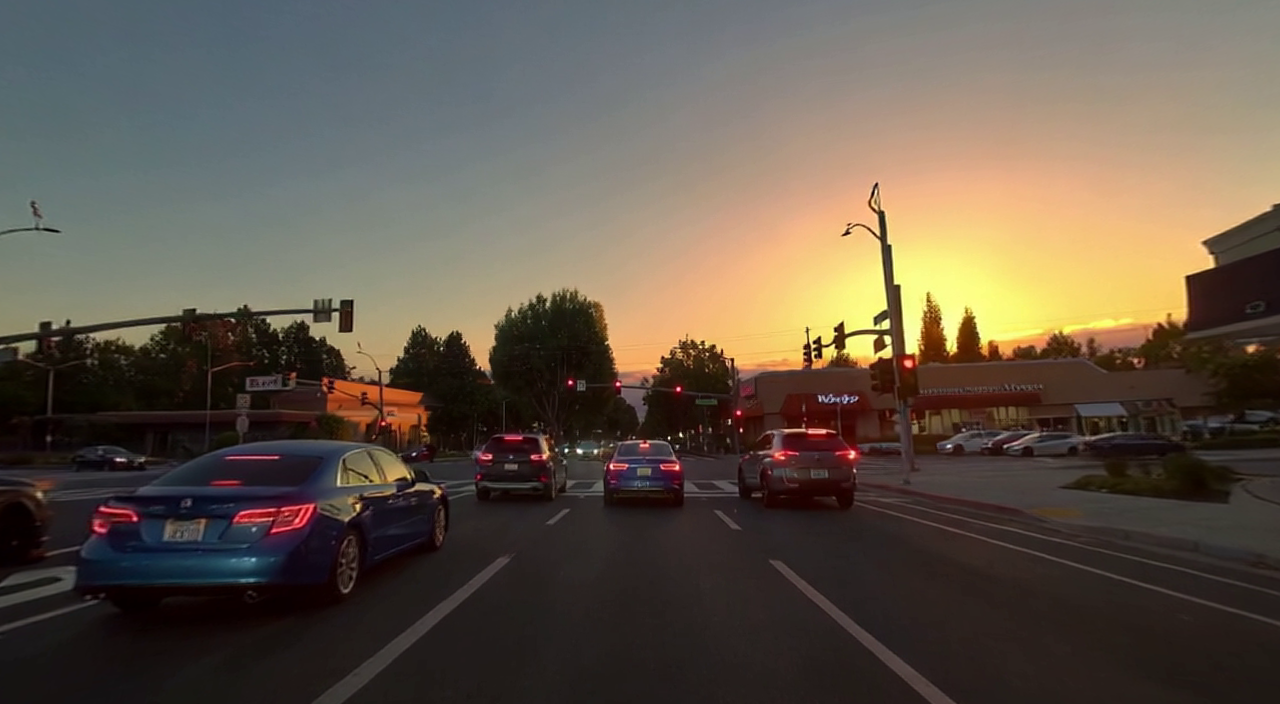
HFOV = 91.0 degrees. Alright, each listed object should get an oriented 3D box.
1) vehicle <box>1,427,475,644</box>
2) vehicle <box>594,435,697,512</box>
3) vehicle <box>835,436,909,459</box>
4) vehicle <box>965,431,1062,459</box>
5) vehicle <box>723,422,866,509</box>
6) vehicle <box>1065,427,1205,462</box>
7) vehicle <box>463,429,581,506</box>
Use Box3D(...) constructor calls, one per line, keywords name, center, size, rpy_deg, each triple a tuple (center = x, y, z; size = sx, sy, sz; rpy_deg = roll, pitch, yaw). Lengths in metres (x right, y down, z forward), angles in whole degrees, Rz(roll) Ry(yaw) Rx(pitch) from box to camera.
Box3D(name="vehicle", center=(-3.337, 1.597, 6.554), size=(2.014, 1.472, 4.357), rpy_deg=(0, -9, 1))
Box3D(name="vehicle", center=(0.139, 2.732, 14.561), size=(2.032, 1.499, 3.994), rpy_deg=(0, -9, 1))
Box3D(name="vehicle", center=(16.938, 6.980, 46.081), size=(4.626, 1.653, 1.982), rpy_deg=(0, -9, 1))
Box3D(name="vehicle", center=(23.289, 5.835, 39.395), size=(4.781, 1.700, 1.986), rpy_deg=(0, -9, 1))
Box3D(name="vehicle", center=(3.334, 2.566, 14.600), size=(2.076, 1.691, 4.402), rpy_deg=(0, -9, -2))
Box3D(name="vehicle", center=(26.536, 4.997, 33.947), size=(5.504, 1.821, 2.173), rpy_deg=(-1, -9, 4))
Box3D(name="vehicle", center=(-2.823, 2.886, 16.076), size=(2.072, 1.694, 4.070), rpy_deg=(-1, -9, 2))
